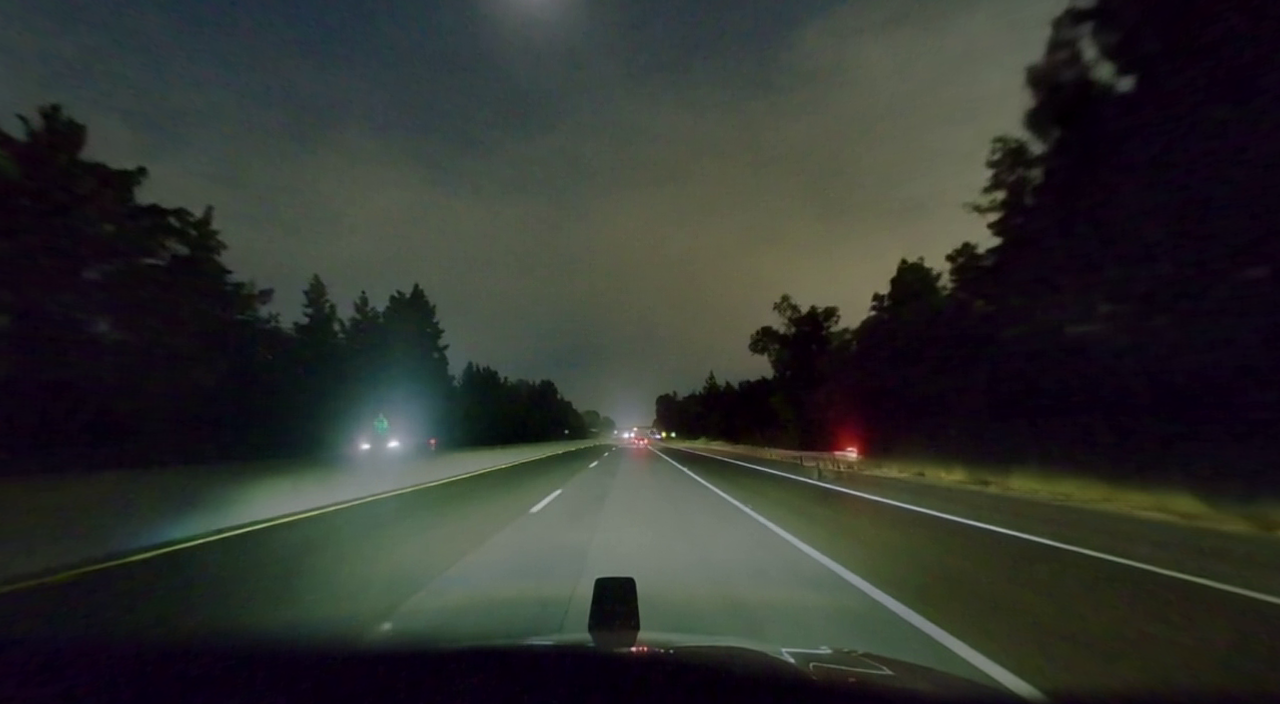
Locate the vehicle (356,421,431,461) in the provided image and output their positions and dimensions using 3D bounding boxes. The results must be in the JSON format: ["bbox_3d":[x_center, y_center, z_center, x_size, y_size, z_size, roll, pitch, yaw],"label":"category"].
[{"bbox_3d":[-16.904,6.158,43.694,2.461,2.573,6.713,0,-8,0],"label":"vehicle"}]
